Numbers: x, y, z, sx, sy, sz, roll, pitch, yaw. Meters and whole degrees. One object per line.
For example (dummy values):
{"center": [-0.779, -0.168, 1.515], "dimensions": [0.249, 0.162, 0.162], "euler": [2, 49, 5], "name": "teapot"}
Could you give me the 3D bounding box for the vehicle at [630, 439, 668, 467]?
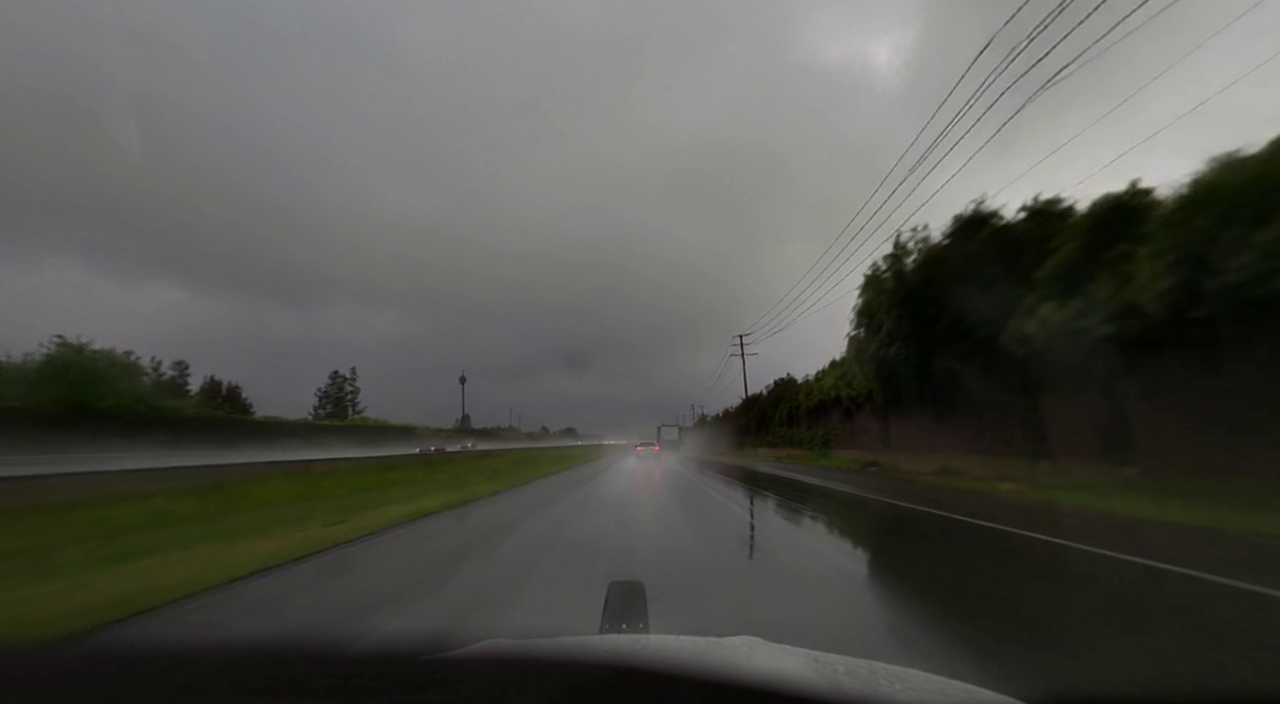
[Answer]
{"center": [0.508, 6.056, 37.867], "dimensions": [2.192, 1.556, 4.132], "euler": [-1, -8, 0], "name": "vehicle"}
